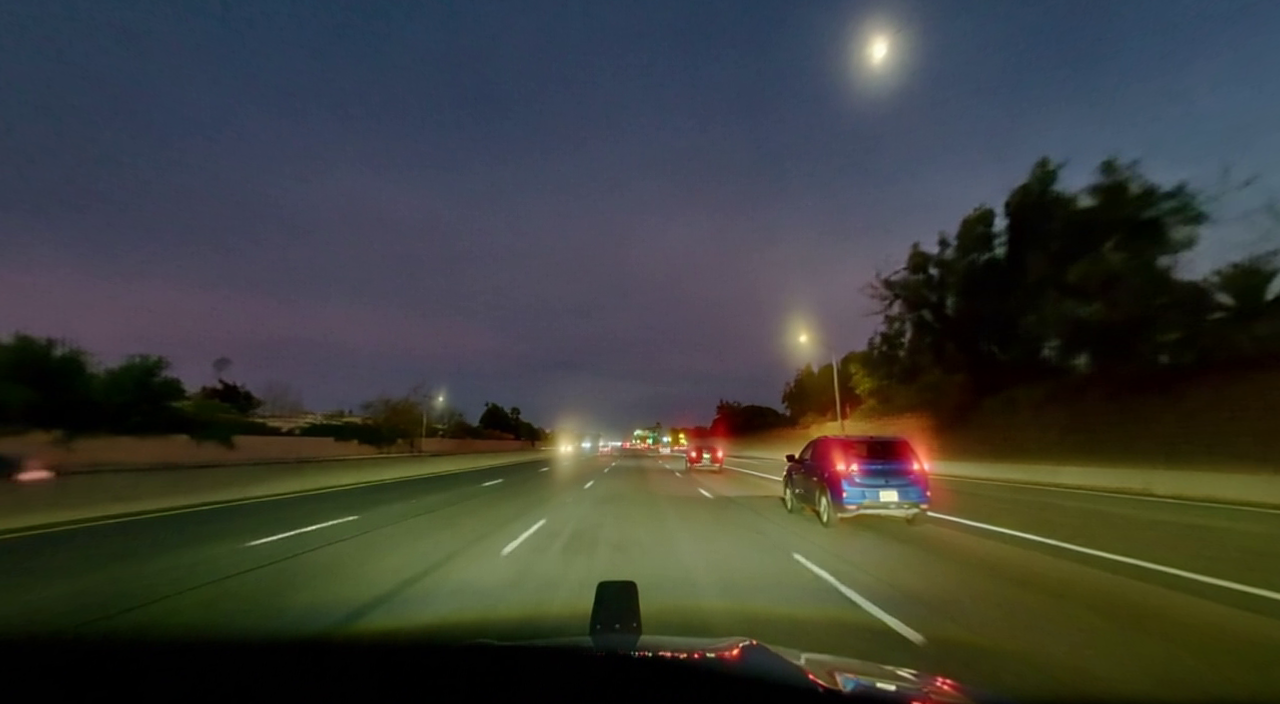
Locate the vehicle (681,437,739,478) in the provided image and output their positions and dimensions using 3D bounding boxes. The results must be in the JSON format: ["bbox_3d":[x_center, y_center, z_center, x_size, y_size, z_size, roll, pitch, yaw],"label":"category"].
[{"bbox_3d":[3.050,4.695,28.487,2.045,1.688,4.313,0,-8,-1],"label":"vehicle"}]

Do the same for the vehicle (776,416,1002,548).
[{"bbox_3d":[3.698,1.998,10.383,1.910,1.696,4.187,0,-8,-1],"label":"vehicle"}]
